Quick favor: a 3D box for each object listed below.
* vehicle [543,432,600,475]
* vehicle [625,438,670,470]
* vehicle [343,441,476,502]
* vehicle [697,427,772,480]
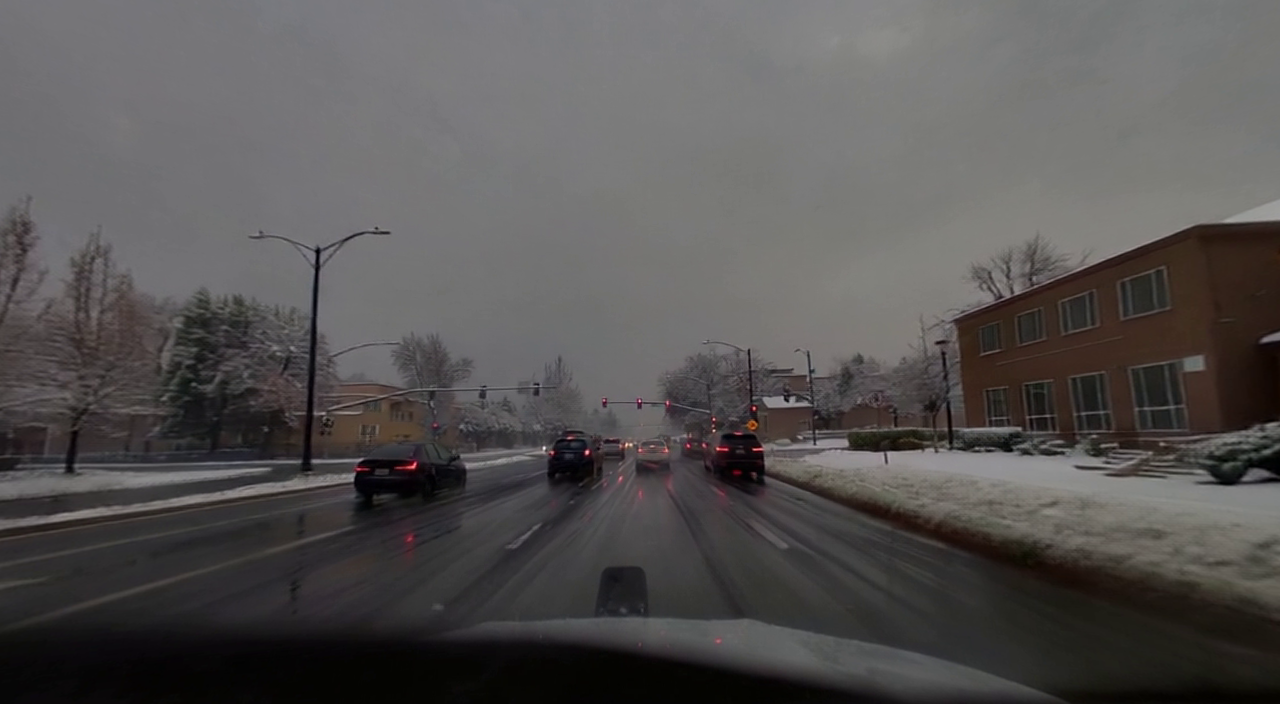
[{"bbox_3d":[-2.894,4.420,27.539,1.912,1.703,4.261,0,-8,2],"label":"vehicle"},{"bbox_3d":[0.318,4.883,30.251,2.021,1.461,3.862,0,-8,0],"label":"vehicle"},{"bbox_3d":[-6.175,3.222,17.507,1.926,1.465,4.620,0,-8,0],"label":"vehicle"},{"bbox_3d":[3.513,3.874,24.313,2.141,1.833,4.704,0,-8,-1],"label":"vehicle"}]
